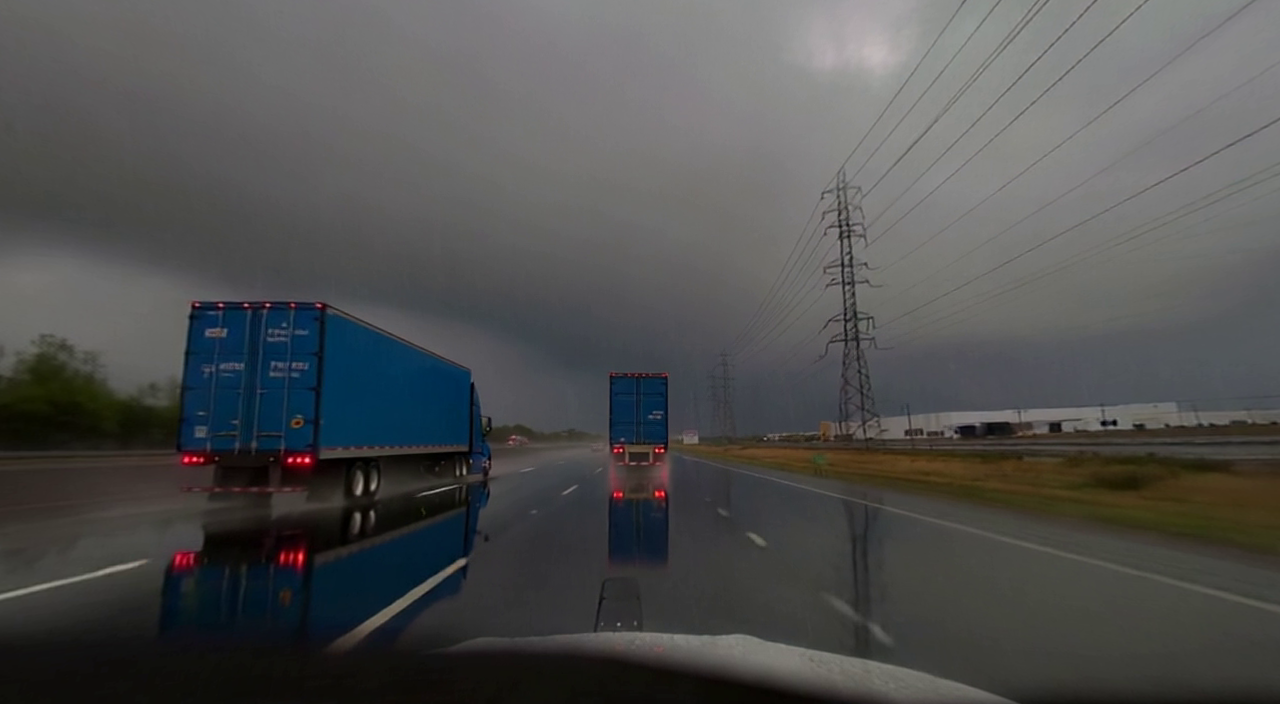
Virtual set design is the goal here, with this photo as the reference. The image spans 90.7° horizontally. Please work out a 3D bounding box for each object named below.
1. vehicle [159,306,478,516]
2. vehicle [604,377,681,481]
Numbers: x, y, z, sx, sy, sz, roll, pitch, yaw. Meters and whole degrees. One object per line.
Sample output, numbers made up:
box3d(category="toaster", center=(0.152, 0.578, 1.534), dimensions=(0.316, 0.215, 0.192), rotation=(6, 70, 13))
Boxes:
box3d(category="vehicle", center=(-7.464, 1.905, 17.562), dimensions=(2.937, 3.981, 11.119), rotation=(-1, -9, 0))
box3d(category="vehicle", center=(0.025, 3.612, 28.599), dimensions=(2.858, 3.847, 10.034), rotation=(0, -9, -1))
